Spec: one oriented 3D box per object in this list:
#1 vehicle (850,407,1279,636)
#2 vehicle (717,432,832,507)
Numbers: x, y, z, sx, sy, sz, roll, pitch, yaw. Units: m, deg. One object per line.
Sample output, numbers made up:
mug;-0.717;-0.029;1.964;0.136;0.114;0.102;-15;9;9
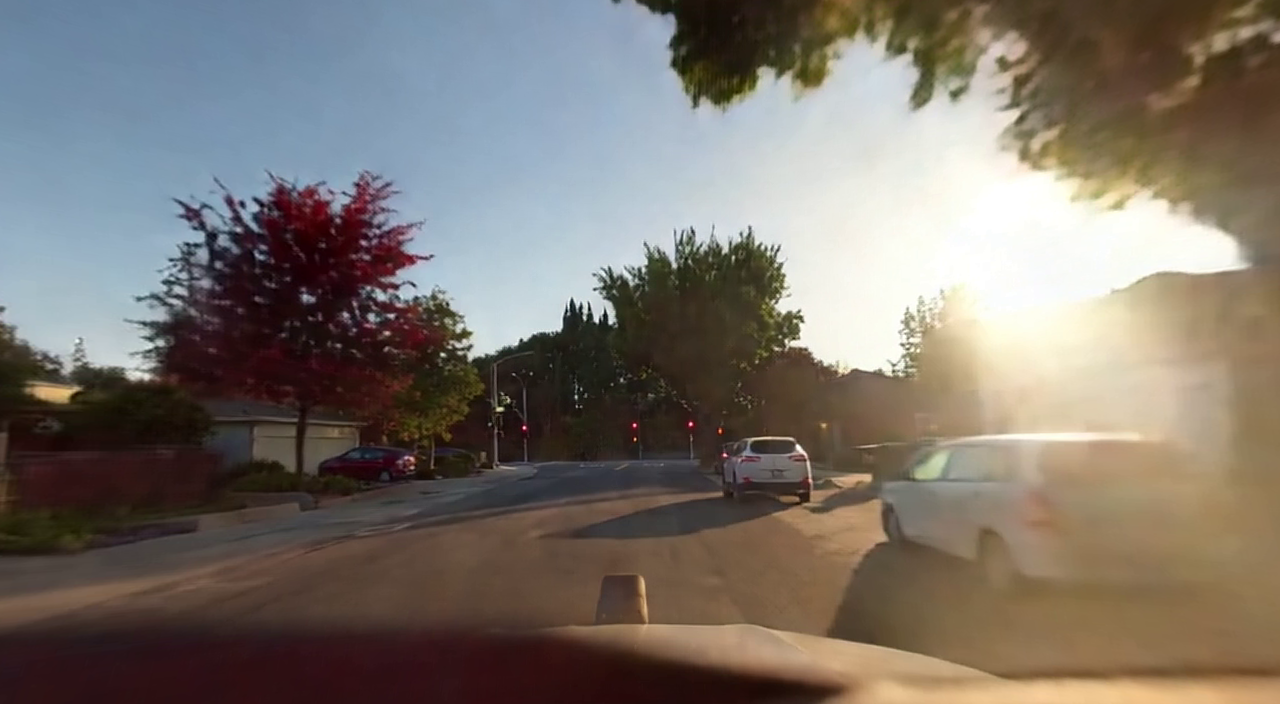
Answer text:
vehicle;4.109;1.529;6.828;2.043;1.585;4.687;0;-8;0
vehicle;3.183;2.887;15.980;2.037;1.595;4.536;0;-8;2
